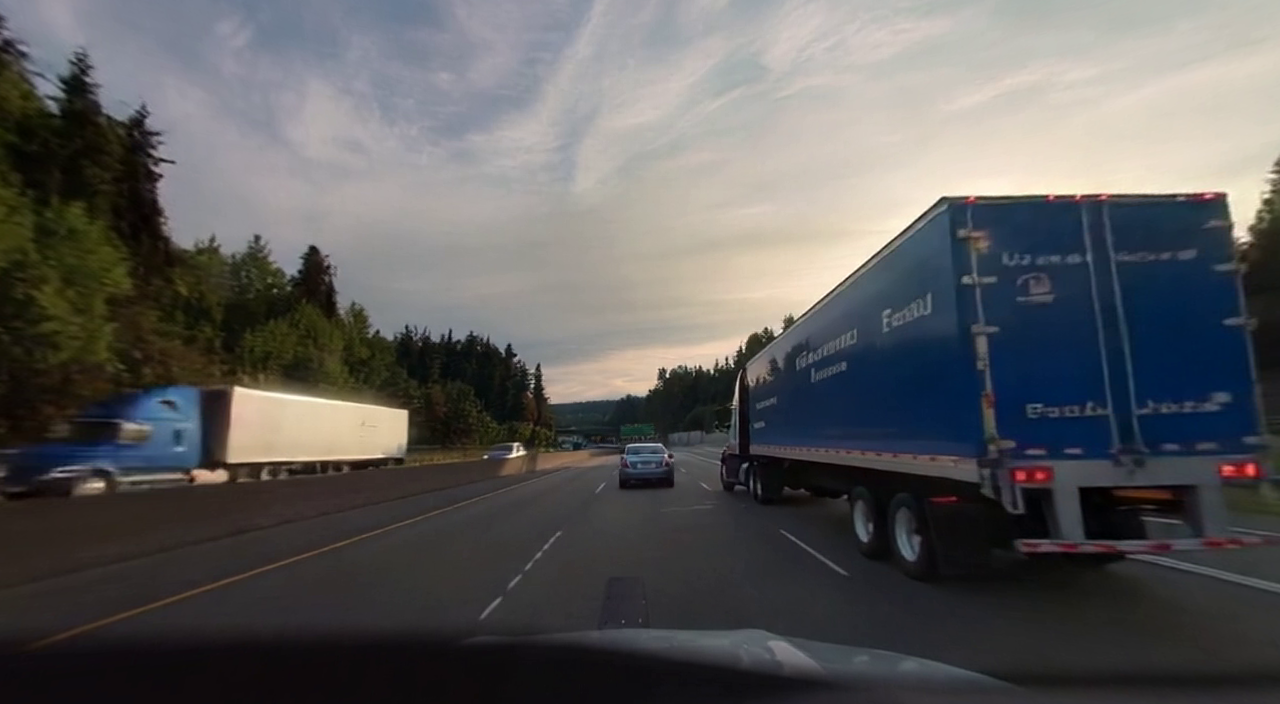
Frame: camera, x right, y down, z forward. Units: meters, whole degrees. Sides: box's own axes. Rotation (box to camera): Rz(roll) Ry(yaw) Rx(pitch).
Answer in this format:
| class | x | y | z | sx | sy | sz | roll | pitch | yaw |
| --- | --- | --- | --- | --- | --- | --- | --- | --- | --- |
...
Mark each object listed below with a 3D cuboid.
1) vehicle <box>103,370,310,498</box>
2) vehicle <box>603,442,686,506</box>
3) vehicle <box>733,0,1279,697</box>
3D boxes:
| class | x | y | z | sx | sy | sz | roll | pitch | yaw |
| --- | --- | --- | --- | --- | --- | --- | --- | --- | --- |
| vehicle | -15.212 | 3.029 | 22.868 | 3.014 | 4.010 | 5.862 | 0 | -9 | 1 |
| vehicle | 0.117 | 3.375 | 17.867 | 2.039 | 1.532 | 4.610 | 0 | -9 | 0 |
| vehicle | 3.991 | 0.839 | 10.314 | 2.960 | 4.018 | 13.834 | 0 | -9 | 0 |
